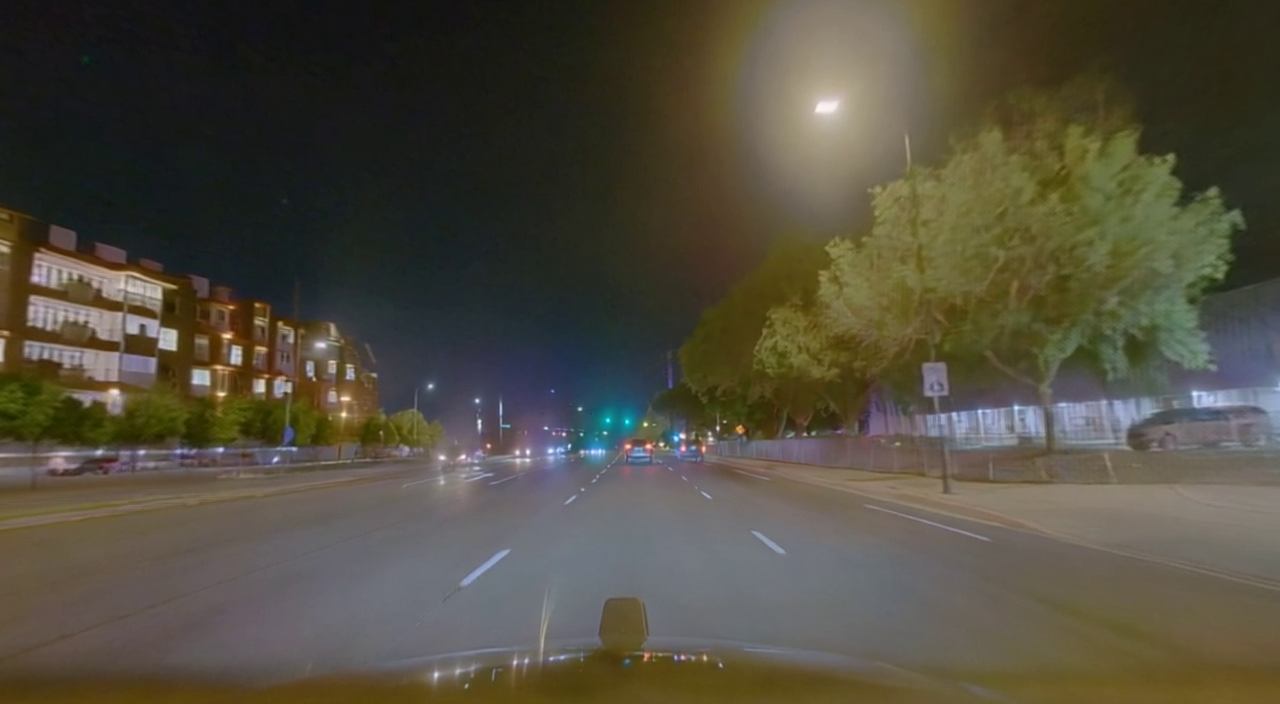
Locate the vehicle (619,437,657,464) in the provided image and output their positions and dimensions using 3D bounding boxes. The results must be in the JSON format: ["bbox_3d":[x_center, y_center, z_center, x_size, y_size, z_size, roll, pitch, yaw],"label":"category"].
[{"bbox_3d":[-0.078,6.590,42.132,2.000,1.671,4.276,-1,-8,7],"label":"vehicle"}]

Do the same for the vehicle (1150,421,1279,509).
[{"bbox_3d":[12.252,1.986,11.221,1.948,1.466,4.520,-1,-7,-15],"label":"vehicle"}]

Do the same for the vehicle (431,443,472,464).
[{"bbox_3d":[-14.818,8.007,49.757,1.868,1.528,4.317,0,-8,0],"label":"vehicle"}]

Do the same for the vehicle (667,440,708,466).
[{"bbox_3d":[2.925,6.090,38.106,1.974,1.490,4.231,-2,-9,11],"label":"vehicle"}]
